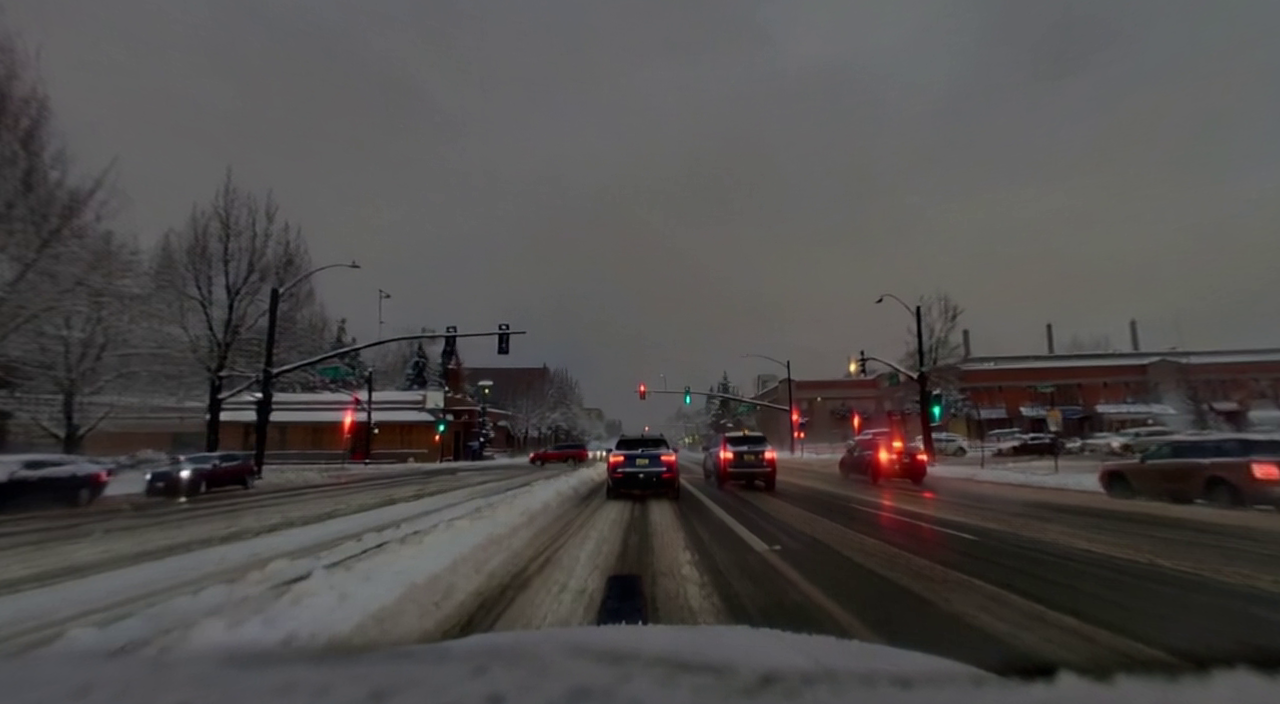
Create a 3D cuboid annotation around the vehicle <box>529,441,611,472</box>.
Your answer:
[{"bbox_3d":[-4.483,6.637,40.256,4.827,1.856,2.291,-5,-10,31],"label":"vehicle"}]

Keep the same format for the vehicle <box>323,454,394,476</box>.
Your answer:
[{"bbox_3d":[-21.029,8.442,47.218,4.317,1.503,1.919,0,-9,-1],"label":"vehicle"}]

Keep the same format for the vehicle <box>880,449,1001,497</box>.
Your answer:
[{"bbox_3d":[10.146,4.083,21.743,1.863,1.426,4.494,0,-8,-1],"label":"vehicle"}]

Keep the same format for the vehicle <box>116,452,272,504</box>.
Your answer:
[{"bbox_3d":[-15.812,4.443,22.790,2.096,1.416,4.885,1,-6,0],"label":"vehicle"}]

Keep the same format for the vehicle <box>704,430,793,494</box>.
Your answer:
[{"bbox_3d":[3.582,3.766,21.925,2.115,1.932,5.189,0,-9,0],"label":"vehicle"}]

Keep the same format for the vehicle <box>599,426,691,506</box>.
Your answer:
[{"bbox_3d":[0.095,3.019,17.161,2.157,1.863,4.665,0,-9,-1],"label":"vehicle"}]

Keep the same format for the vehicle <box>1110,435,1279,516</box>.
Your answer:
[{"bbox_3d":[13.759,2.814,14.712,2.022,1.590,4.466,-1,-10,-1],"label":"vehicle"}]

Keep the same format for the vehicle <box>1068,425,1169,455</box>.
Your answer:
[{"bbox_3d":[26.022,4.868,34.536,1.812,1.419,4.725,-3,-9,0],"label":"vehicle"}]

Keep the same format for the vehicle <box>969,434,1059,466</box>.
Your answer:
[{"bbox_3d":[19.182,5.105,32.619,1.735,1.417,4.476,-3,-9,-2],"label":"vehicle"}]

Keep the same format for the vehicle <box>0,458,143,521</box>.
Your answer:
[{"bbox_3d":[-15.768,3.459,16.253,1.792,1.429,5.161,0,-9,-2],"label":"vehicle"}]
